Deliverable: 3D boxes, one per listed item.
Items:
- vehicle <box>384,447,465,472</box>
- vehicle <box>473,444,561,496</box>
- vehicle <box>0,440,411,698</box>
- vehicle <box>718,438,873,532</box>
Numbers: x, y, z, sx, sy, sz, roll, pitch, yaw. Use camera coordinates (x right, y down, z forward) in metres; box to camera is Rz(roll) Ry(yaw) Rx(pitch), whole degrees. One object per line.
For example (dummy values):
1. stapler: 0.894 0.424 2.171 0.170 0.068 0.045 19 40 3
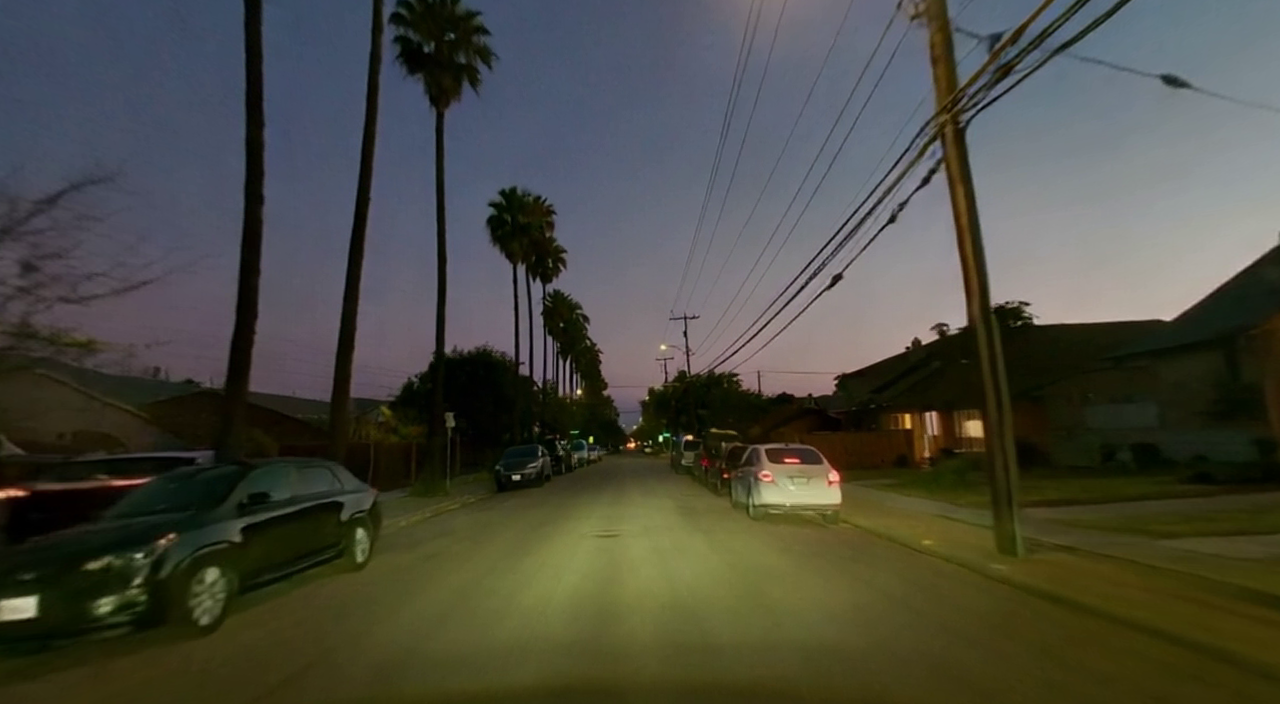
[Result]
1. vehicle: -13.269 6.612 38.973 4.300 1.489 1.850 -2 -9 12
2. vehicle: -4.186 4.092 22.331 2.123 1.636 4.481 -1 -9 1
3. vehicle: -4.120 1.705 6.343 1.814 1.548 4.802 0 -9 0
4. vehicle: 2.740 2.432 12.133 1.881 1.460 4.007 0 -9 -1
